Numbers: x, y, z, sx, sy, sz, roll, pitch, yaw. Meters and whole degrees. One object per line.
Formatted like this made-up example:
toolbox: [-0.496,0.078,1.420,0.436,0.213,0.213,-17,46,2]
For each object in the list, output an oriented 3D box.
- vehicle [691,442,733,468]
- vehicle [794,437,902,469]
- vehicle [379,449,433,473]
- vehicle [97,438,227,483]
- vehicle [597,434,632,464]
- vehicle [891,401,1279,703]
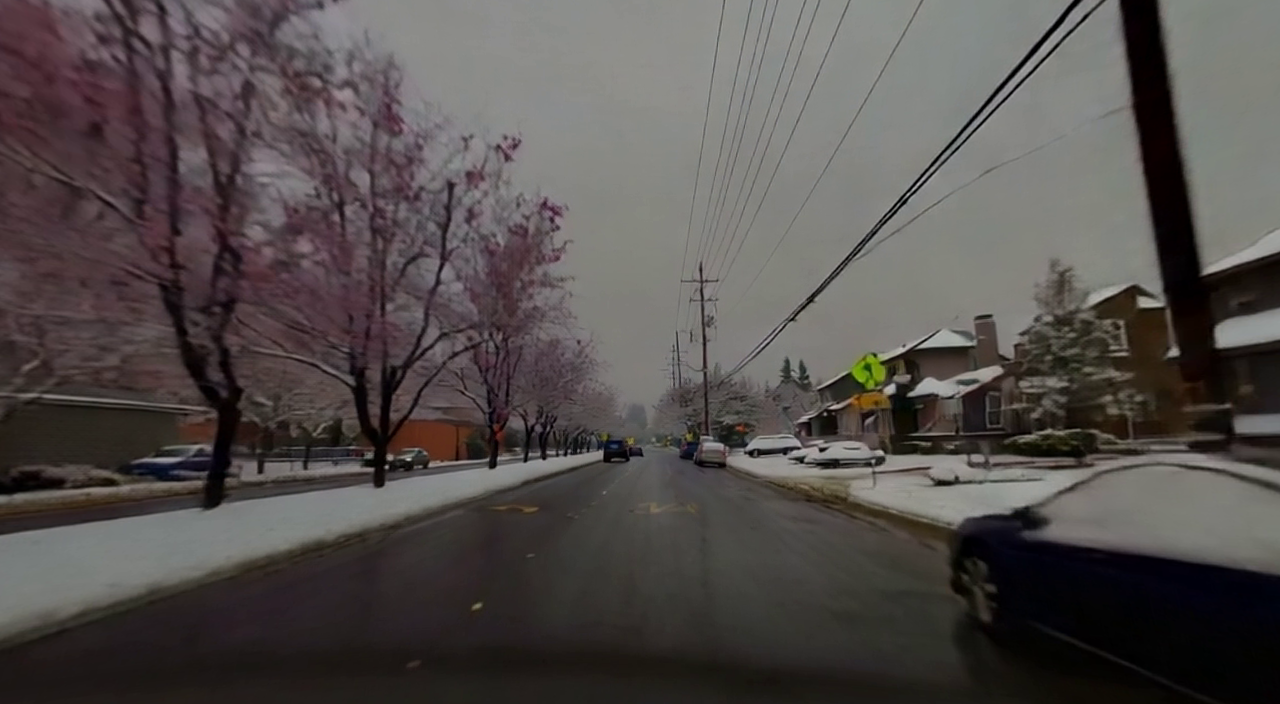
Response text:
vehicle: [4.315,6.217,38.300,2.042,1.465,4.455,0,-8,0]
vehicle: [9.909,4.845,30.261,4.430,1.480,1.923,0,-8,-2]
vehicle: [-16.133,7.509,43.735,1.954,1.497,4.613,0,-8,0]
vehicle: [-22.320,5.025,29.775,2.195,1.770,4.957,0,-6,1]
vehicle: [-1.714,6.722,43.951,2.202,1.961,4.980,0,-8,1]
vehicle: [3.232,1.094,3.313,2.070,1.496,4.614,0,-8,2]
